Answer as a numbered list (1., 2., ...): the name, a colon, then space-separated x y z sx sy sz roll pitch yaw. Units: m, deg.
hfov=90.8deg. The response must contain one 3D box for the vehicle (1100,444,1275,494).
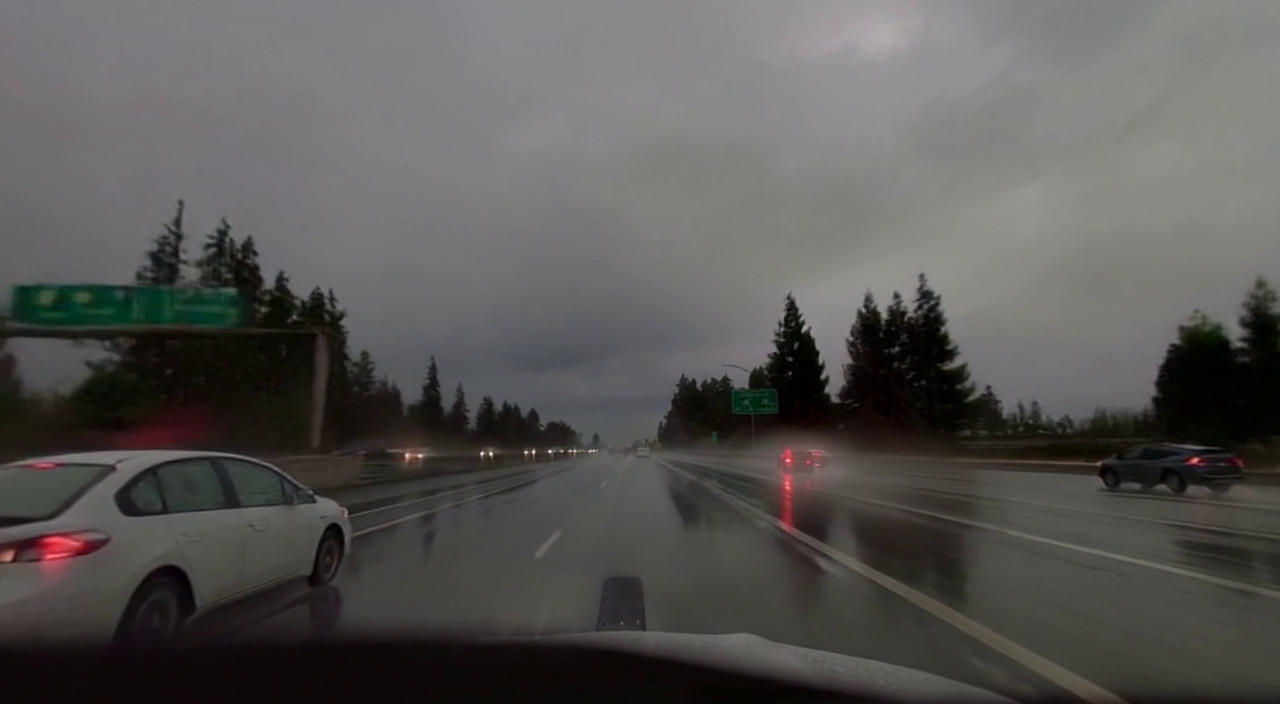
1. vehicle: 21.641 4.595 25.183 1.973 1.766 4.726 4 -10 -27

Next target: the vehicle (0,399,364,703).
1. vehicle: -3.977 1.288 4.621 1.988 1.585 4.215 0 -9 0
